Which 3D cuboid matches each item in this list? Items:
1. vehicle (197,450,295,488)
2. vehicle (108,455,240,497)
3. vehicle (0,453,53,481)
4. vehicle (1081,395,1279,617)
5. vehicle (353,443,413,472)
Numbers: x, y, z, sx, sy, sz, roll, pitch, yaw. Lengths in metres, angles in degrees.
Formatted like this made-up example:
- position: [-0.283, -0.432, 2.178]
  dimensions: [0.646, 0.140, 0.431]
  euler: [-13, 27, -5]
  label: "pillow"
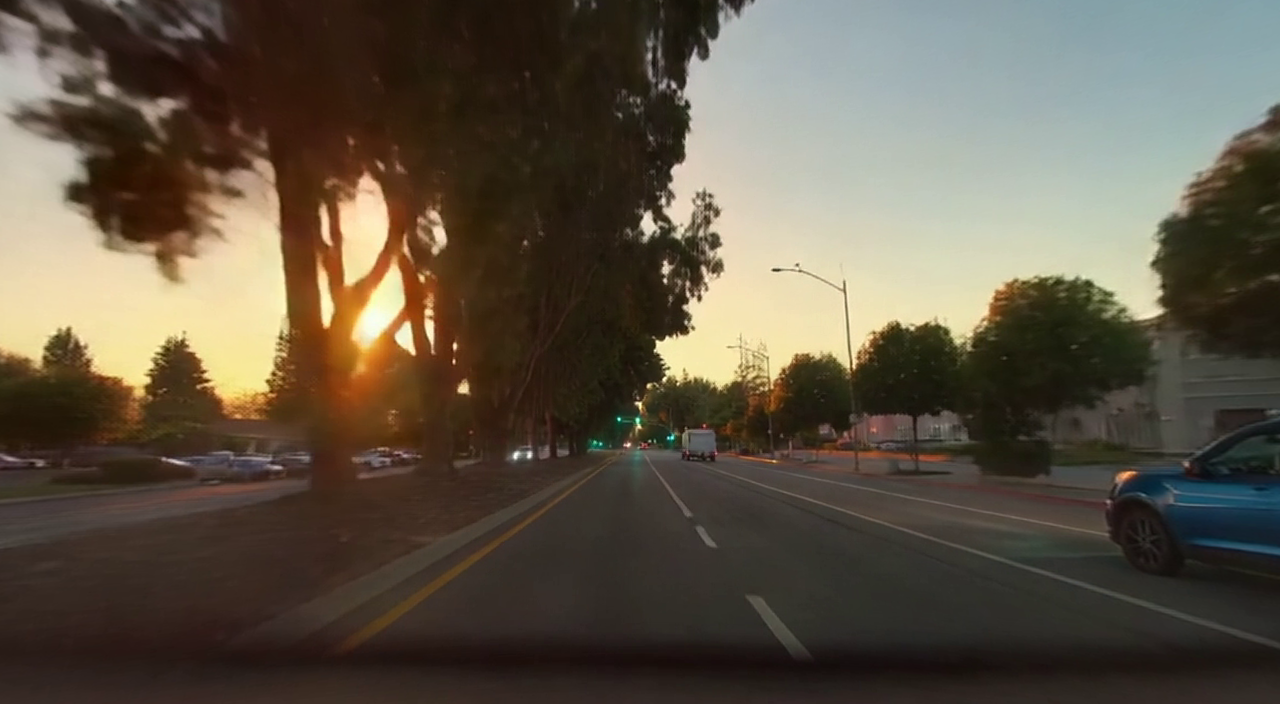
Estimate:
- position: [-19.607, 5.806, 31.709]
  dimensions: [1.985, 1.667, 4.622]
  euler: [0, -8, -1]
  label: "vehicle"
- position: [-19.149, 5.096, 26.283]
  dimensions: [2.048, 1.493, 4.588]
  euler: [0, -8, -1]
  label: "vehicle"
- position: [-41.615, 7.485, 41.186]
  dimensions: [4.562, 1.756, 2.075]
  euler: [0, -9, 1]
  label: "vehicle"
- position: [6.120, 1.202, 4.895]
  dimensions: [2.012, 1.754, 4.635]
  euler: [0, -8, 0]
  label: "vehicle"
- position: [-19.701, 8.081, 48.749]
  dimensions: [2.281, 2.035, 5.418]
  euler: [0, -8, 1]
  label: "vehicle"
